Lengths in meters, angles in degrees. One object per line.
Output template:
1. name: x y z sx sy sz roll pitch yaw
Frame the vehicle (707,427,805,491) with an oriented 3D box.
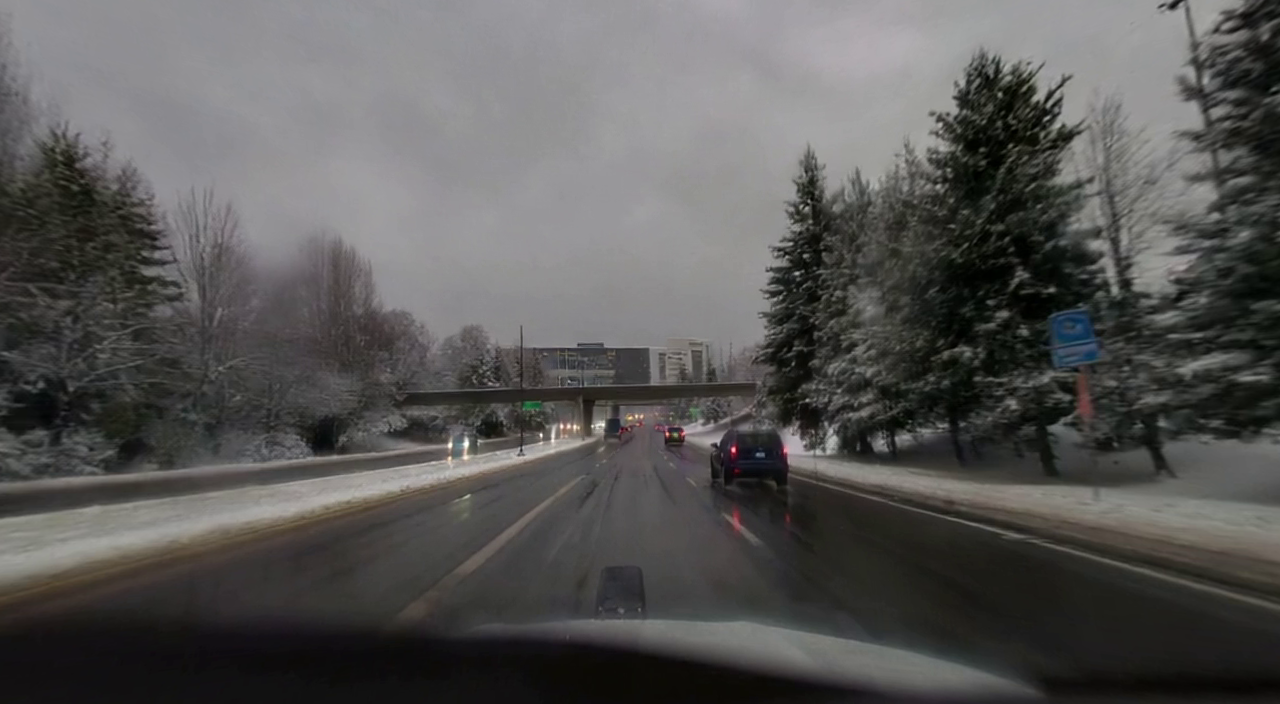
1. vehicle: 3.400 3.249 19.357 2.110 1.712 4.489 0 -9 0
